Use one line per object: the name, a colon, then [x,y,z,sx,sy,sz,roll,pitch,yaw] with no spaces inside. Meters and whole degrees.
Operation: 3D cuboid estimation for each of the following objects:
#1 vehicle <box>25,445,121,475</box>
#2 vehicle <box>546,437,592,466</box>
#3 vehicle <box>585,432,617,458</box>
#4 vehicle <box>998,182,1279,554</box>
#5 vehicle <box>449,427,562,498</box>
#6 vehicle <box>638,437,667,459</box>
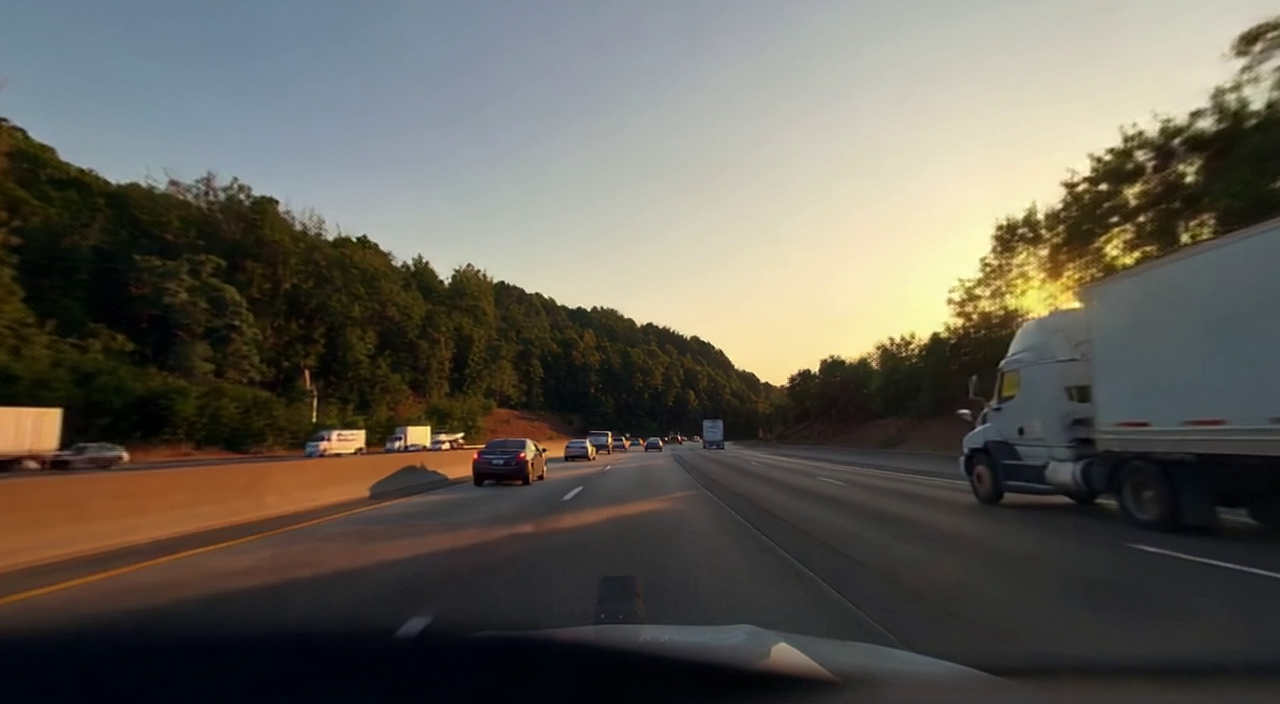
vehicle: [-28.022,5.322,31.287,1.569,1.354,3.425,0,-8,0]
vehicle: [-3.785,5.363,34.337,2.013,1.460,4.027,0,-8,1]
vehicle: [-2.856,6.930,47.003,2.064,1.826,4.263,0,-8,1]
vehicle: [8.606,-0.085,5.082,2.866,4.100,14.057,0,-8,-2]
vehicle: [-3.377,2.849,16.761,2.137,1.618,4.209,0,-8,-1]
vehicle: [0.857,6.879,45.334,2.004,1.465,3.842,0,-8,0]
